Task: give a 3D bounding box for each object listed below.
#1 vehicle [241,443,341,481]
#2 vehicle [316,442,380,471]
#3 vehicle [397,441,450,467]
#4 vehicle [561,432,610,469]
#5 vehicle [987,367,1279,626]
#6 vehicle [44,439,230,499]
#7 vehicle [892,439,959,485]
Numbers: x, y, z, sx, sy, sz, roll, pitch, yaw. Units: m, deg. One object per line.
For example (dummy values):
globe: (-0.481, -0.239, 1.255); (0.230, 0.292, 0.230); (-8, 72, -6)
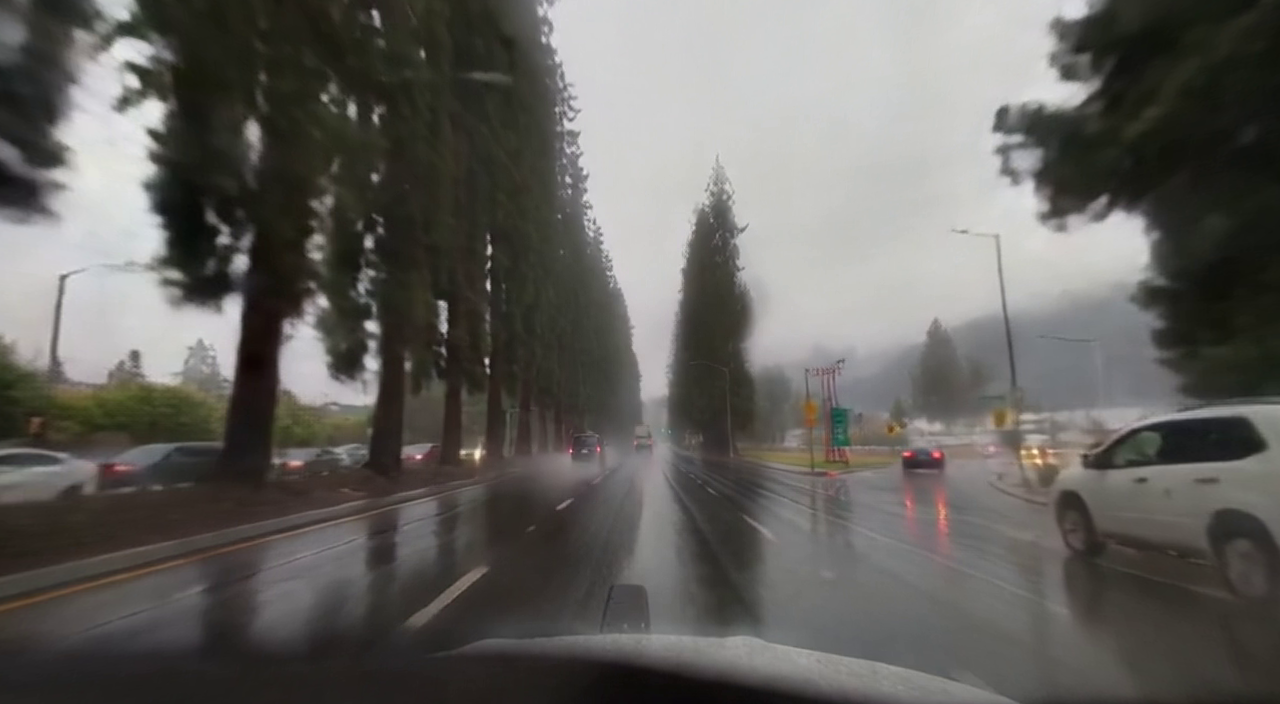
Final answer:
vehicle: (-16.477, 5.195, 30.092); (2.042, 1.654, 4.603); (0, -9, 1)
vehicle: (-19.692, 7.058, 42.760); (2.036, 1.770, 4.623); (1, -9, 0)
vehicle: (-16.008, 7.564, 46.935); (2.182, 1.790, 4.713); (0, -9, 1)
vehicle: (-3.054, 5.683, 36.430); (2.255, 1.940, 4.822); (0, -9, 2)
vehicle: (6.550, 1.493, 7.273); (2.381, 2.008, 5.971); (-1, -9, 8)
vehicle: (-16.539, 3.837, 21.176); (2.163, 1.761, 4.848); (0, -9, 1)
vehicle: (12.077, 4.614, 26.869); (2.280, 1.757, 4.572); (-4, -9, 22)
